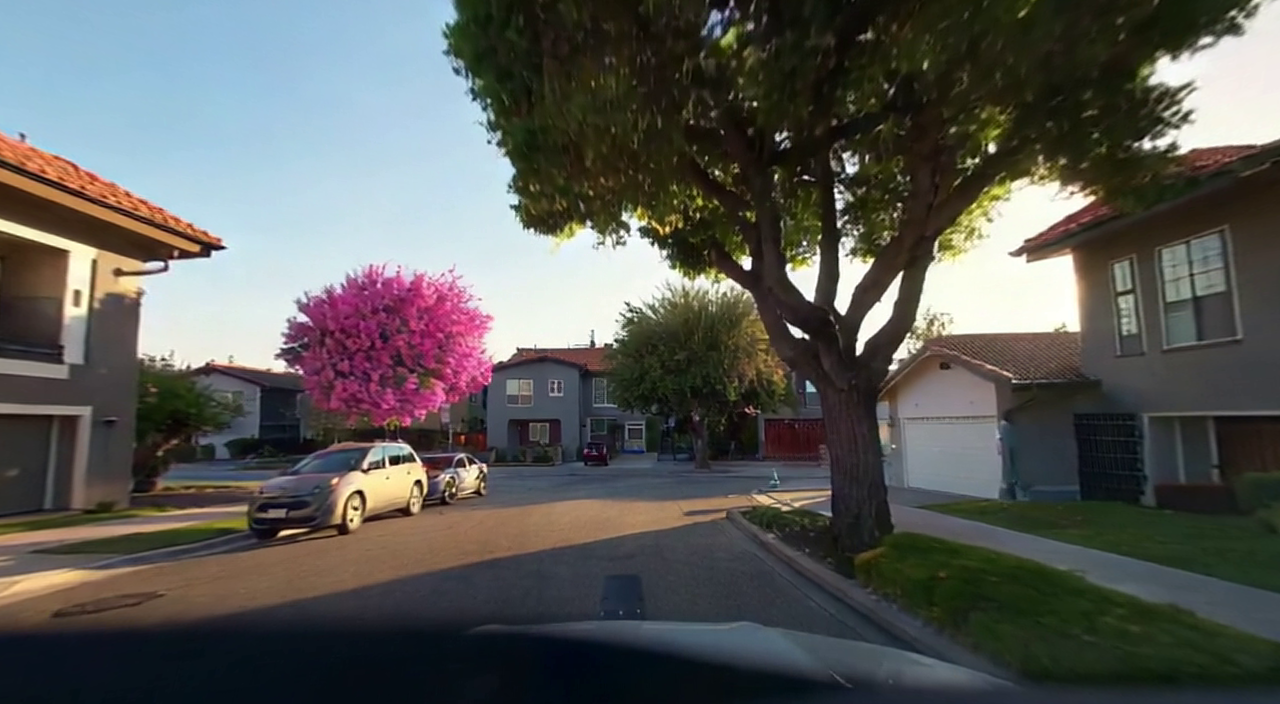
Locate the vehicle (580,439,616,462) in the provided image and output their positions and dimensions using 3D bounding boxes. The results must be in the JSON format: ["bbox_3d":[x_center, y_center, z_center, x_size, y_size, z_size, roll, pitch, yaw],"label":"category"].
[{"bbox_3d":[-2.892,6.975,44.629,1.968,1.491,4.486,-1,-9,4],"label":"vehicle"}]

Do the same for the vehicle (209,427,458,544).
[{"bbox_3d":[-5.467,2.427,12.183,2.139,1.783,4.717,-1,-9,5],"label":"vehicle"}]
